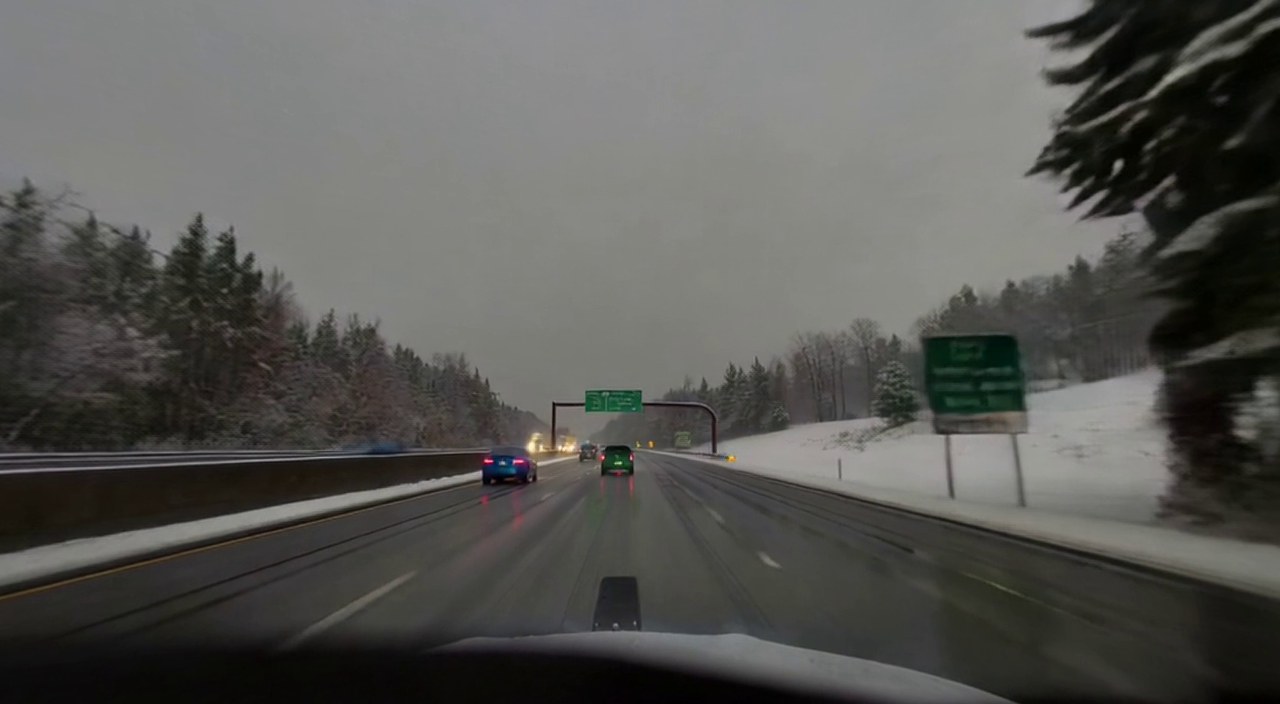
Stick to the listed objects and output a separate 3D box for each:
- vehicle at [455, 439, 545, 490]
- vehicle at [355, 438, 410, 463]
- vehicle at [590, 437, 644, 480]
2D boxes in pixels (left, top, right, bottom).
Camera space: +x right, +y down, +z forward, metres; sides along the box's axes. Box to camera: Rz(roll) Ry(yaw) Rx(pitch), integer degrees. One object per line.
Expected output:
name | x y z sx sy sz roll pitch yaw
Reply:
vehicle | -4.788 3.926 22.192 2.103 1.588 4.709 -1 -9 0
vehicle | -17.601 6.752 43.037 1.987 1.594 4.249 -1 -9 0
vehicle | -0.973 4.634 27.581 2.220 1.711 4.056 0 -9 -1
